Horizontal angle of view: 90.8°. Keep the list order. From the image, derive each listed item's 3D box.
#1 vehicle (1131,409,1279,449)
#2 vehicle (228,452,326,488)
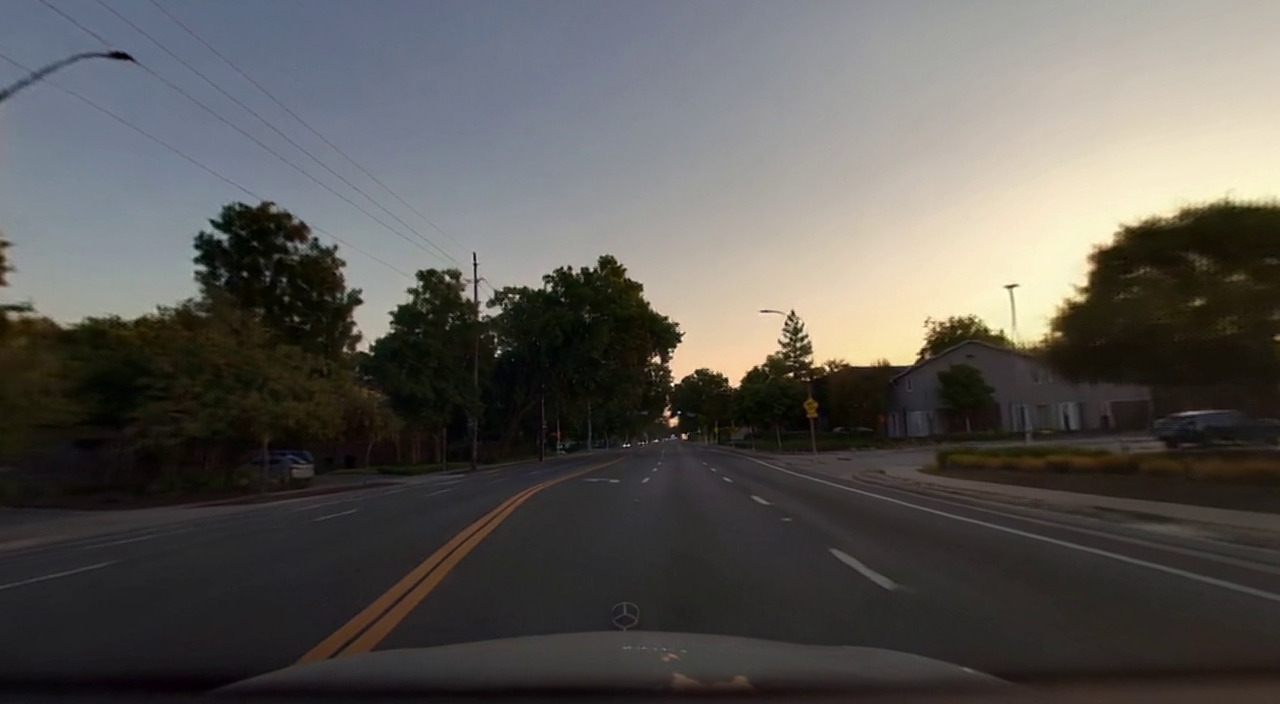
[{"bbox_3d":[21.078,2.832,23.026,4.621,1.393,1.824,-1,-9,6],"label":"vehicle"},{"bbox_3d":[-19.547,6.350,34.333,2.030,1.759,4.949,-1,-9,5],"label":"vehicle"}]
